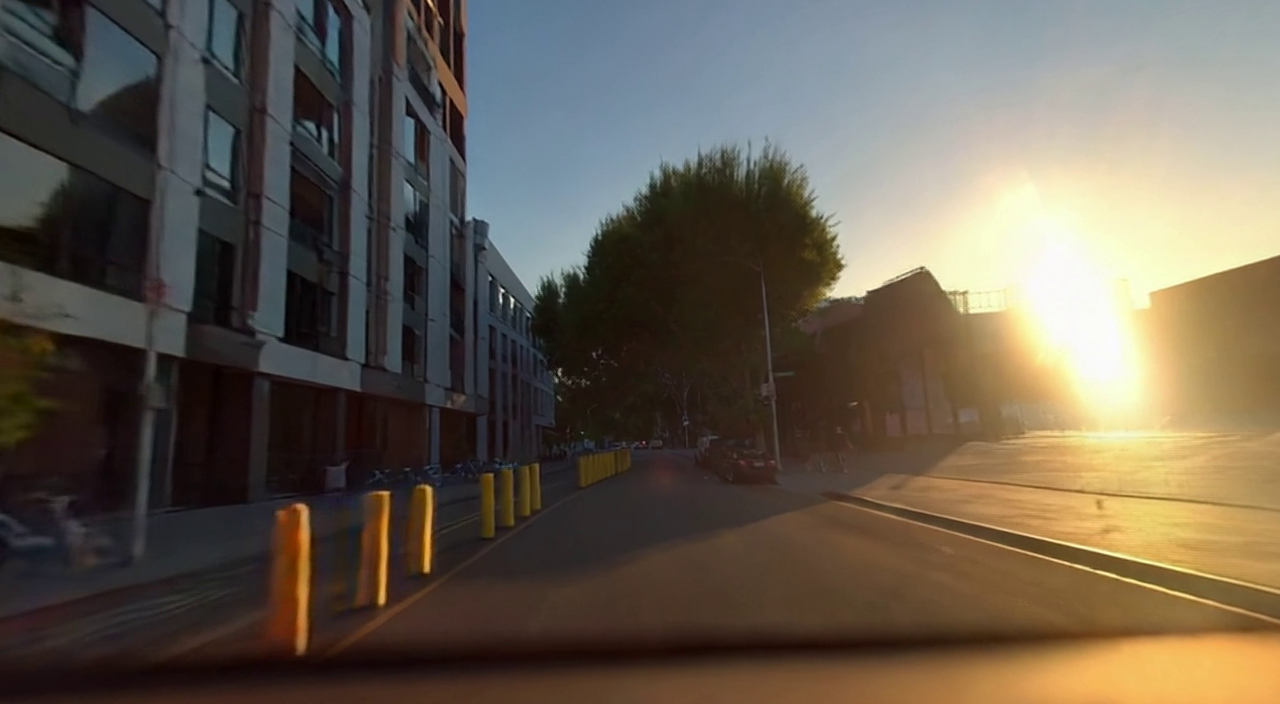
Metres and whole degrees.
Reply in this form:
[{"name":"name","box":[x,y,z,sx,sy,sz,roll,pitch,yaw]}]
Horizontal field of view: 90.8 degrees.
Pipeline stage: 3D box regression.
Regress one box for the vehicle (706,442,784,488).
[{"name":"vehicle","box":[3.684,4.042,22.928,2.020,1.448,4.220,-1,-8,-1]}]

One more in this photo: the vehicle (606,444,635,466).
[{"name":"vehicle","box":[-1.407,7.505,46.323,2.035,1.506,4.075,-1,-9,-1]}]
